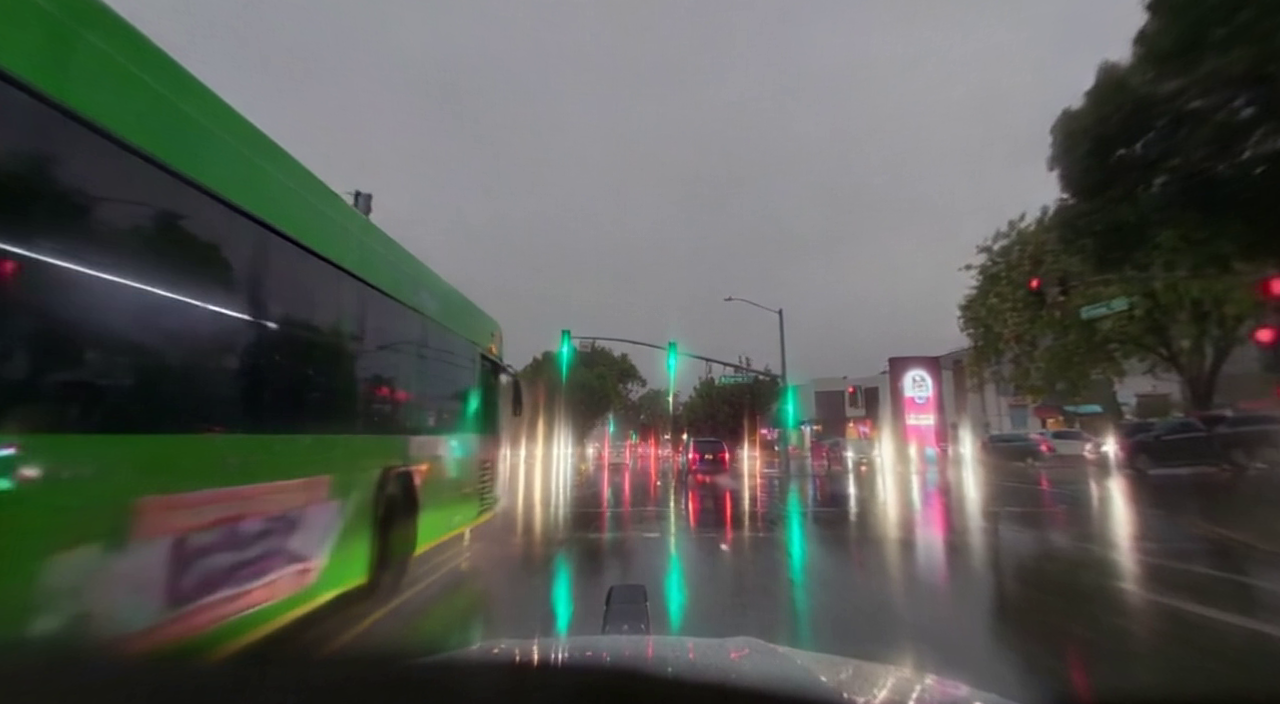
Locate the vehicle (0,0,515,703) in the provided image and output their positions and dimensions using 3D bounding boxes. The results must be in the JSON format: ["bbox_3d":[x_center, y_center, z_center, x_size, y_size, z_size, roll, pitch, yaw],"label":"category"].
[{"bbox_3d":[-3.632,0.157,2.804,3.018,3.217,13.998,0,-8,1],"label":"vehicle"}]

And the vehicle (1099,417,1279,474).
[{"bbox_3d":[21.159,3.523,23.796,5.766,2.002,2.298,0,-8,0],"label":"vehicle"}]

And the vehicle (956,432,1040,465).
[{"bbox_3d":[20.196,5.480,35.812,2.143,1.731,4.290,0,-8,-1],"label":"vehicle"}]

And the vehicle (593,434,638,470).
[{"bbox_3d":[-1.316,5.424,34.380,2.301,1.837,4.411,0,-8,-2],"label":"vehicle"}]

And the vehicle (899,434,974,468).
[{"bbox_3d":[16.823,5.623,36.049,2.020,1.796,4.600,0,-8,-1],"label":"vehicle"}]

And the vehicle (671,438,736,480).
[{"bbox_3d":[2.487,4.325,25.763,2.046,1.540,3.883,1,-8,-3],"label":"vehicle"}]

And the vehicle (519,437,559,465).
[{"bbox_3d":[-6.935,6.766,43.559,2.242,1.740,4.659,-1,-7,-3],"label":"vehicle"}]

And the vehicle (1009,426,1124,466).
[{"bbox_3d":[23.809,5.257,35.522,2.384,1.959,5.372,-2,-7,-5],"label":"vehicle"}]

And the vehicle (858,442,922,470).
[{"bbox_3d":[13.999,5.813,35.555,1.860,1.443,3.772,0,-8,-4],"label":"vehicle"}]

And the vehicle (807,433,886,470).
[{"bbox_3d":[11.541,5.582,35.647,2.304,1.907,4.844,0,-8,-7],"label":"vehicle"}]
